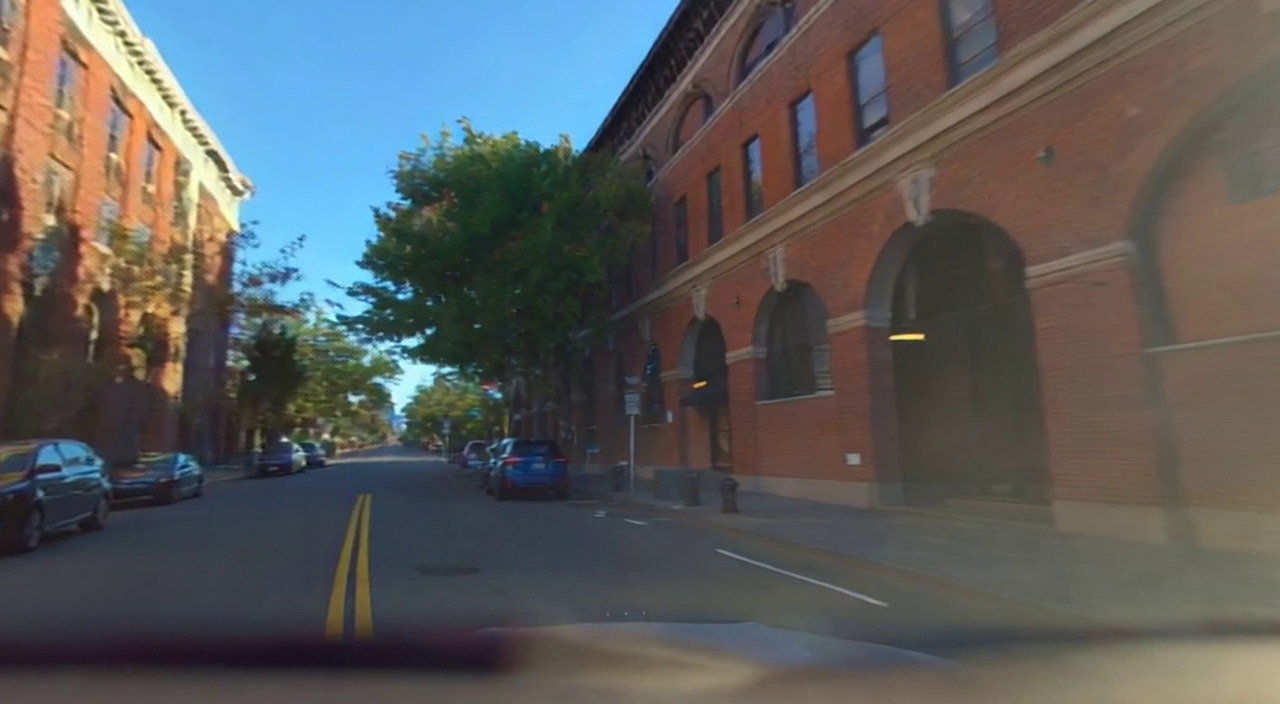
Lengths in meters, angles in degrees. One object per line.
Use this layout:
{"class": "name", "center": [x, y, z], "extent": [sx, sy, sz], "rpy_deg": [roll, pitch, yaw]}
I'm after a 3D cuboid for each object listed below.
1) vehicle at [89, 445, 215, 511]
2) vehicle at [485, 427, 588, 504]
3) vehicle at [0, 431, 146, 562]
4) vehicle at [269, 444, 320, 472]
{"class": "vehicle", "center": [-12.617, 3.207, 16.539], "extent": [1.631, 1.459, 3.489], "rpy_deg": [1, -8, -21]}
{"class": "vehicle", "center": [-2.984, 3.056, 17.388], "extent": [1.953, 1.804, 4.518], "rpy_deg": [3, -9, -20]}
{"class": "vehicle", "center": [-10.275, 2.201, 10.323], "extent": [2.186, 1.705, 5.078], "rpy_deg": [3, -9, -24]}
{"class": "vehicle", "center": [-19.851, 6.092, 36.368], "extent": [1.934, 1.478, 4.180], "rpy_deg": [3, -9, -20]}
